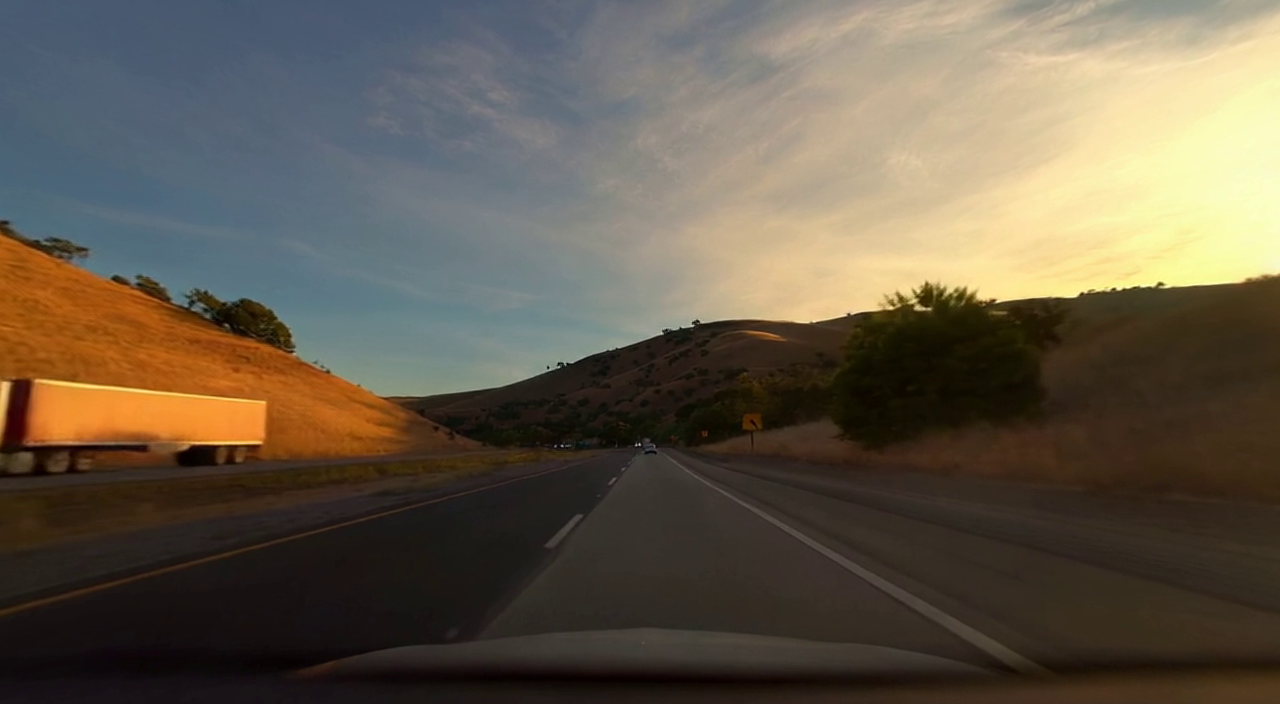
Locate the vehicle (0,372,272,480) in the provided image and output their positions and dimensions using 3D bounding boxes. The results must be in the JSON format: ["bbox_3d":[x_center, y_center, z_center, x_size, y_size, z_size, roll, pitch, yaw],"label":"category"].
[{"bbox_3d":[-25.927,4.113,32.813,2.897,4.201,16.518,0,-9,3],"label":"vehicle"}]
